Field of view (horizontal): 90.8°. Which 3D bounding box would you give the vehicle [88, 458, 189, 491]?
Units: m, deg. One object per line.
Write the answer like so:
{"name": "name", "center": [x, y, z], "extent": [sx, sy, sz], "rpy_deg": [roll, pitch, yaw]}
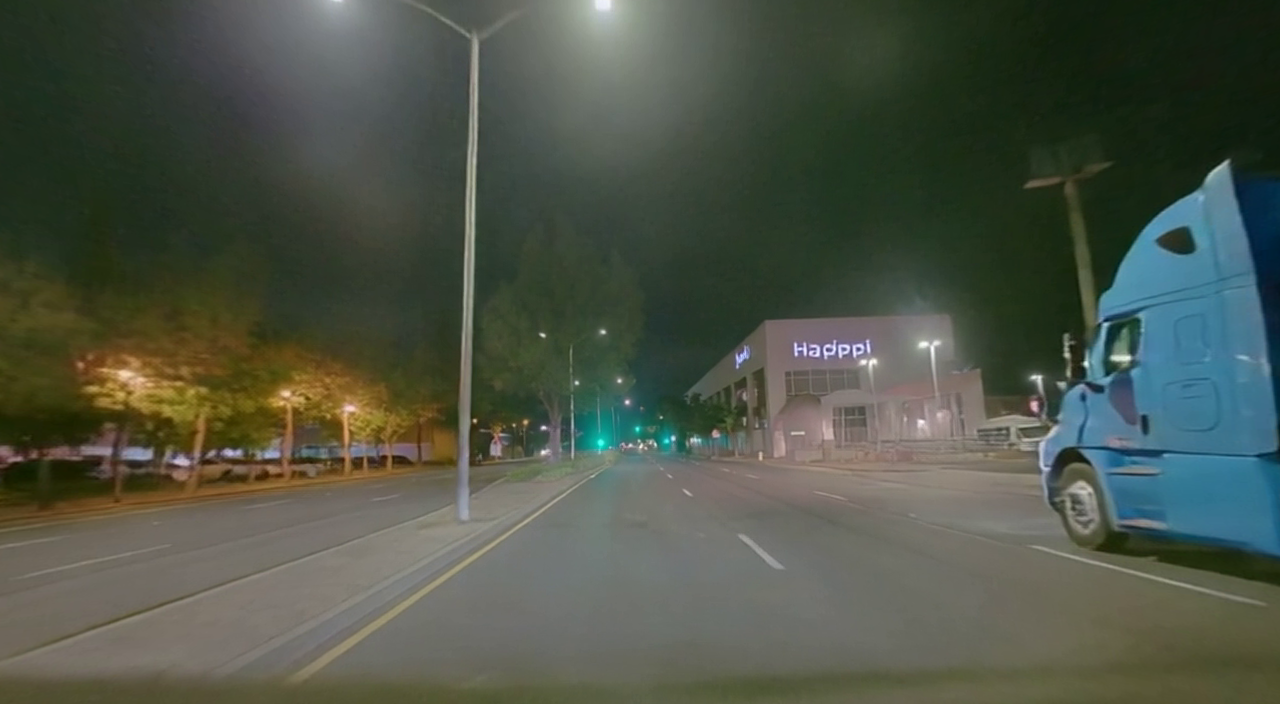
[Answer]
{"name": "vehicle", "center": [-28.041, 6.823, 35.478], "extent": [4.247, 1.628, 1.933], "rpy_deg": [6, -11, -37]}

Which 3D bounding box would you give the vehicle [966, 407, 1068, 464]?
{"name": "vehicle", "center": [25.490, 5.781, 43.202], "extent": [2.718, 3.538, 7.077], "rpy_deg": [-1, -8, 3]}

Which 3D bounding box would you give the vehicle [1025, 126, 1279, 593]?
{"name": "vehicle", "center": [6.841, -0.326, 2.605], "extent": [3.120, 3.794, 11.510], "rpy_deg": [0, -8, -1]}

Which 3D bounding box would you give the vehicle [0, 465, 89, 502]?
{"name": "vehicle", "center": [-27.918, 5.915, 28.495], "extent": [4.386, 1.473, 1.863], "rpy_deg": [8, -11, -42]}
